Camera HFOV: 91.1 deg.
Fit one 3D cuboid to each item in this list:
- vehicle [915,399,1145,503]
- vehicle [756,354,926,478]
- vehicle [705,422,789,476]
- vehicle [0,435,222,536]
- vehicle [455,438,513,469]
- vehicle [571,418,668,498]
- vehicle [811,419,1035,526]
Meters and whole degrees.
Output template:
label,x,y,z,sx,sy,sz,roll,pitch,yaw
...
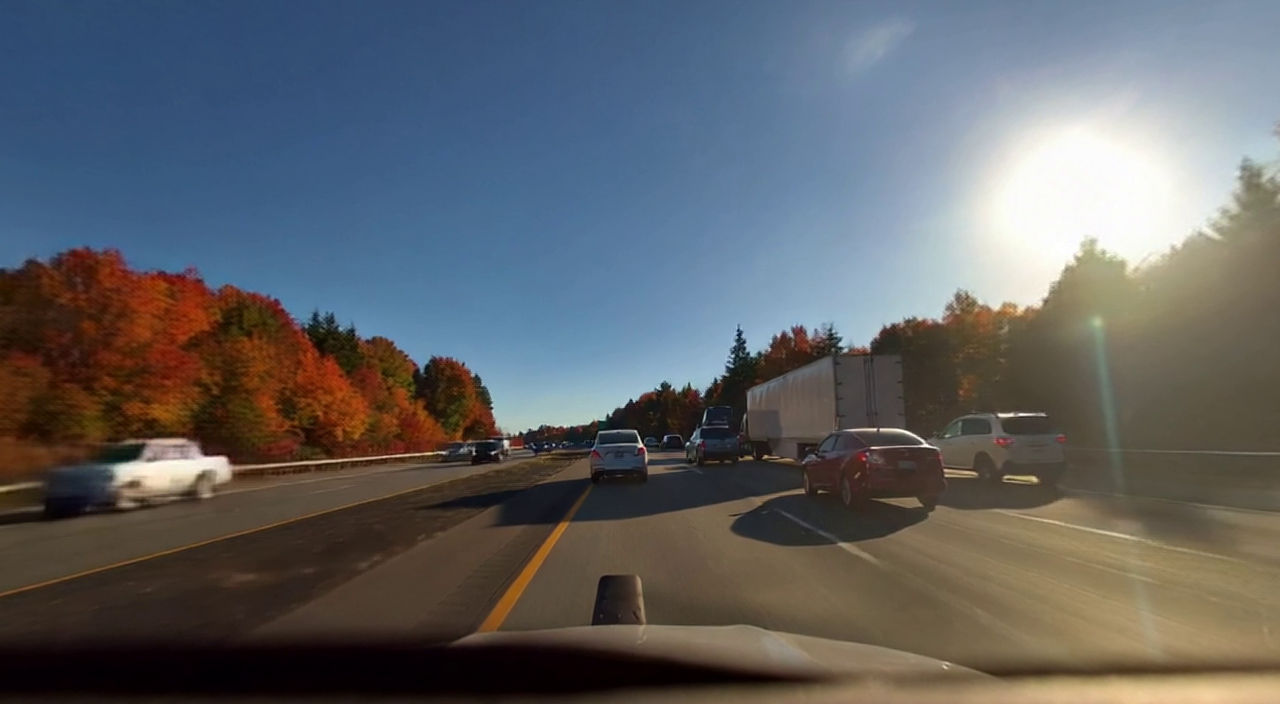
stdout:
label,x,y,z,sx,sy,sz,roll,pitch,yaw
vehicle,8.475,2.195,14.366,2.116,1.965,4.691,0,-8,-2
vehicle,7.867,2.970,27.578,2.867,4.066,13.802,0,-7,0
vehicle,3.635,3.386,22.127,2.147,1.707,3.963,0,-8,-1
vehicle,-11.791,2.787,13.975,2.024,1.848,4.395,0,-8,-2
vehicle,-8.754,5.713,35.728,2.054,1.579,4.792,0,-8,0
vehicle,-0.484,2.593,15.893,2.087,1.709,4.455,0,-8,-1
vehicle,4.627,2.011,11.118,2.040,1.523,4.068,0,-8,0
